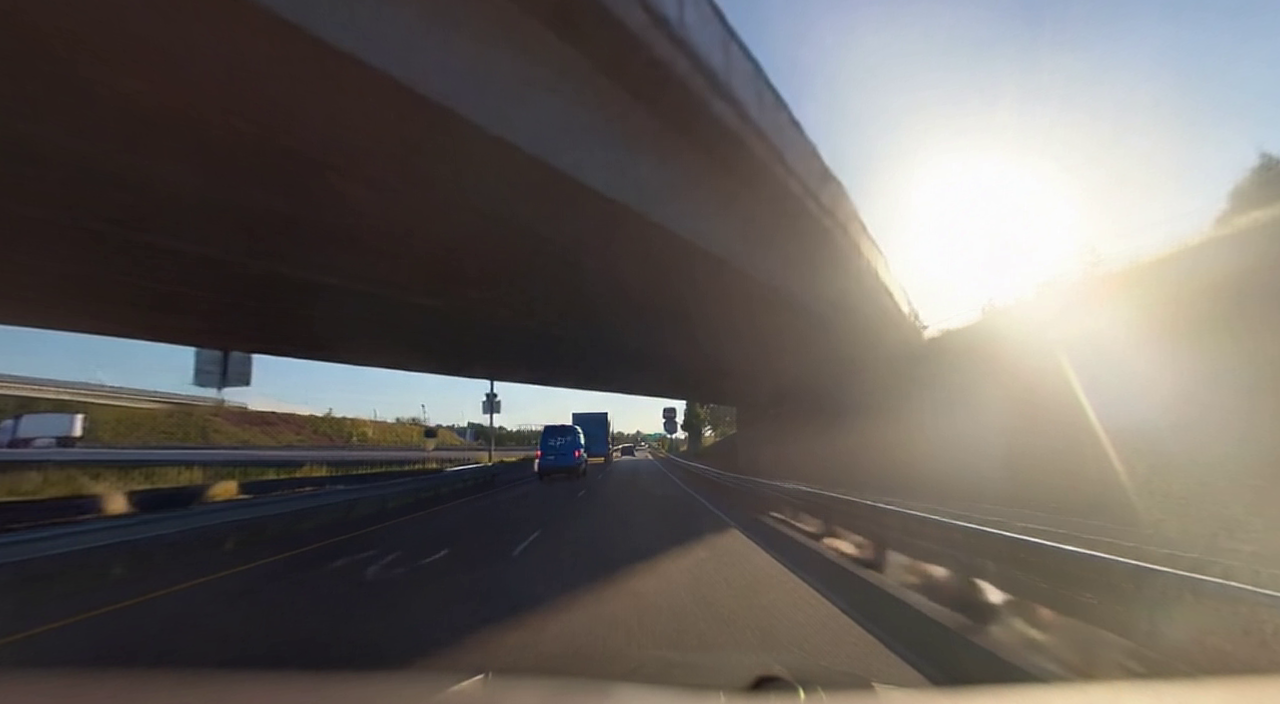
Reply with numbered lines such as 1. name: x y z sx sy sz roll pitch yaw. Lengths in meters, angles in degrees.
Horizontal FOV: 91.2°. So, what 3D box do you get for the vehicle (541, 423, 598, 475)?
1. vehicle: -3.876 5.550 35.947 2.463 2.640 7.034 0 -9 0
